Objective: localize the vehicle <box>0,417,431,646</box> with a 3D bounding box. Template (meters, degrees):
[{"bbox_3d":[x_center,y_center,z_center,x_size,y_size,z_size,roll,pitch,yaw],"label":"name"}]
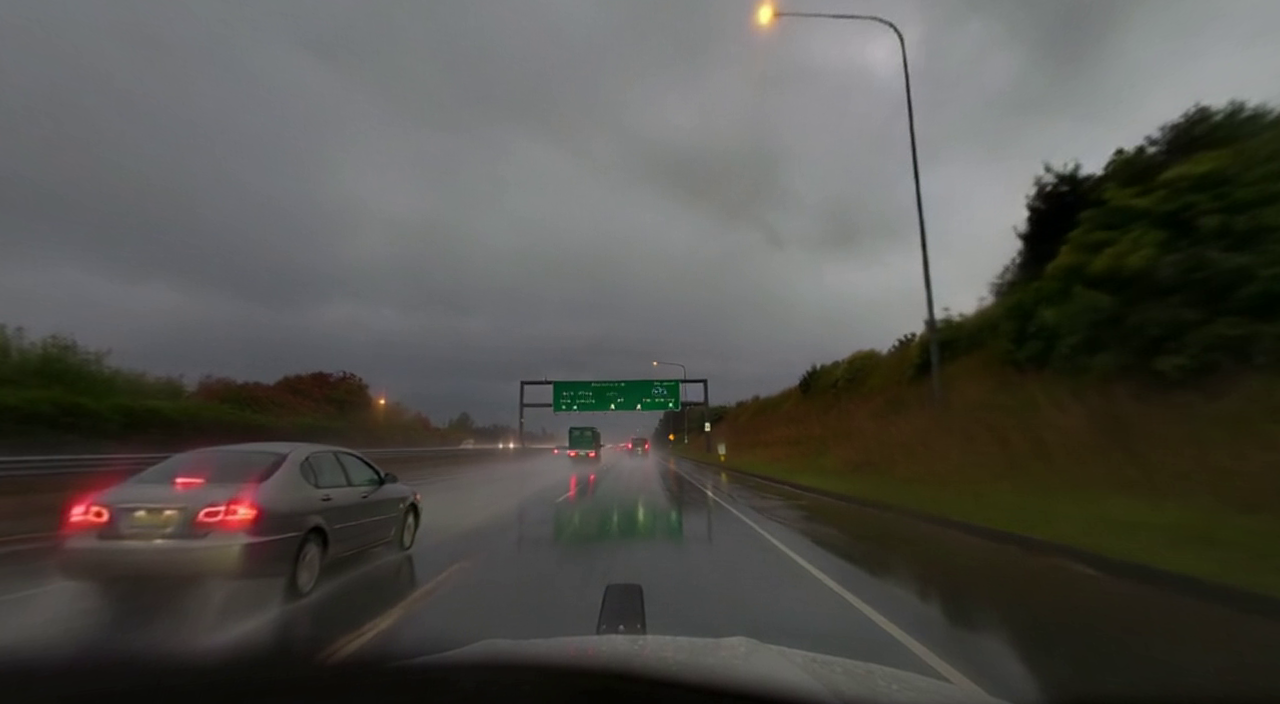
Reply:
[{"bbox_3d":[-3.643,1.446,6.029,1.924,1.436,3.915,0,-9,0],"label":"vehicle"}]

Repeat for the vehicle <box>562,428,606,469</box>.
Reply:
[{"bbox_3d":[-3.546,6.229,40.850,2.290,2.453,5.561,0,-9,1],"label":"vehicle"}]
